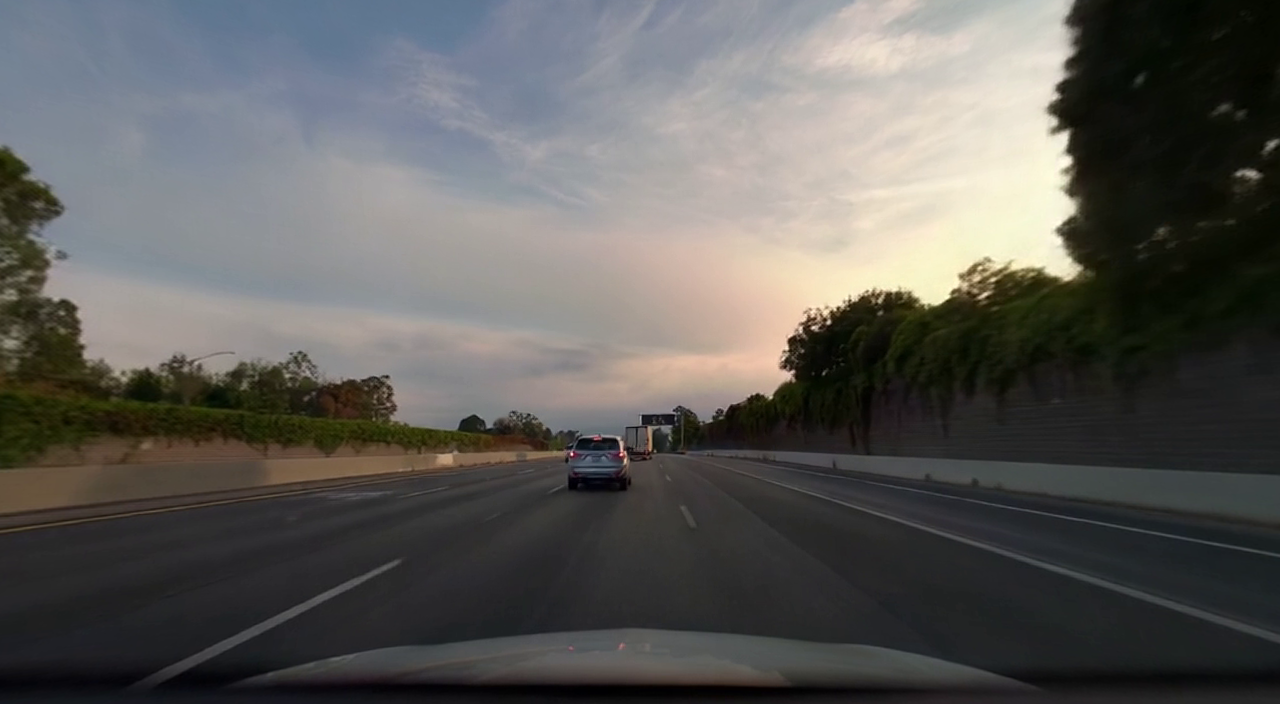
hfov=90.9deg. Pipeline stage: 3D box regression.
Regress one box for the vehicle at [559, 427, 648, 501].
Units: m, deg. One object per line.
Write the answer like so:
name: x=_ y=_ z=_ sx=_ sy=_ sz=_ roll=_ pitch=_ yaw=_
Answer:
vehicle: x=-0.854 y=3.052 z=17.561 sx=2.114 sy=1.787 sz=4.365 roll=0 pitch=-8 yaw=1
